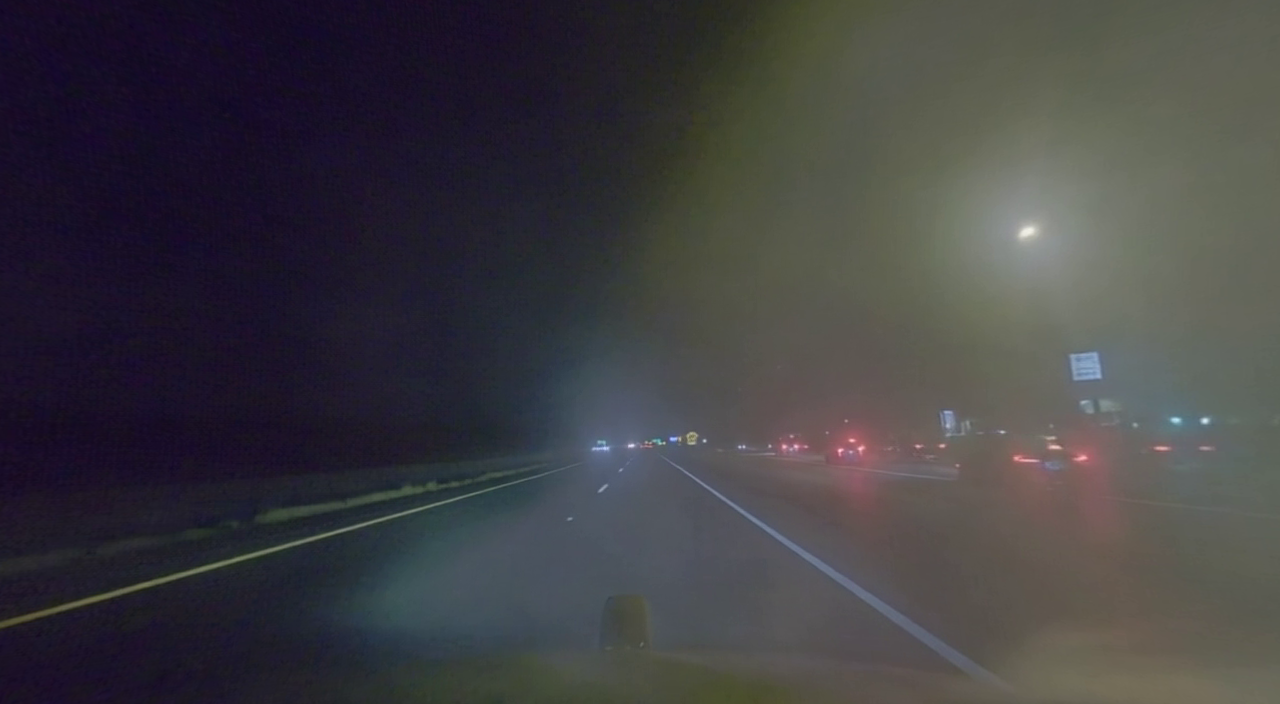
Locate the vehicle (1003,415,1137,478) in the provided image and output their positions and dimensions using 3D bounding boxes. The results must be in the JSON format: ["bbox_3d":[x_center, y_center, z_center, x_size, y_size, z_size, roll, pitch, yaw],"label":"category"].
[{"bbox_3d":[27.553,6.146,41.023,3.002,3.604,7.524,-1,-9,-2],"label":"vehicle"}]

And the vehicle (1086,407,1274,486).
[{"bbox_3d":[27.550,4.923,32.830,2.898,3.543,7.437,-1,-9,-1],"label":"vehicle"}]
